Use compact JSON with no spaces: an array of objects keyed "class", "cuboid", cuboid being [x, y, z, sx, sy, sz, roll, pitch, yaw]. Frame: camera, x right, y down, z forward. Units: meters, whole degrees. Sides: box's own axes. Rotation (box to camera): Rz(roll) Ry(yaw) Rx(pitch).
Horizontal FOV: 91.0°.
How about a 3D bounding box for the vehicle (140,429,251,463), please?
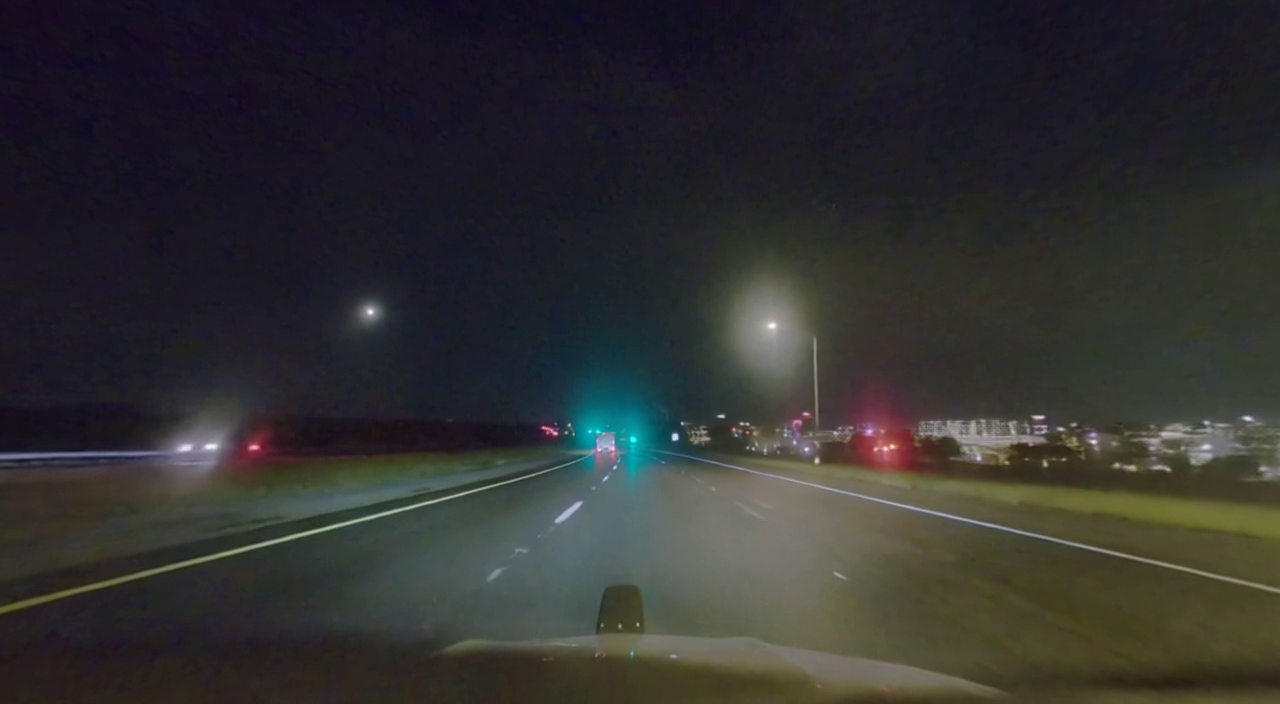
[{"class":"vehicle","cuboid":[-28.215,6.047,40.345,2.418,1.957,6.239,0,-9,2]}]
